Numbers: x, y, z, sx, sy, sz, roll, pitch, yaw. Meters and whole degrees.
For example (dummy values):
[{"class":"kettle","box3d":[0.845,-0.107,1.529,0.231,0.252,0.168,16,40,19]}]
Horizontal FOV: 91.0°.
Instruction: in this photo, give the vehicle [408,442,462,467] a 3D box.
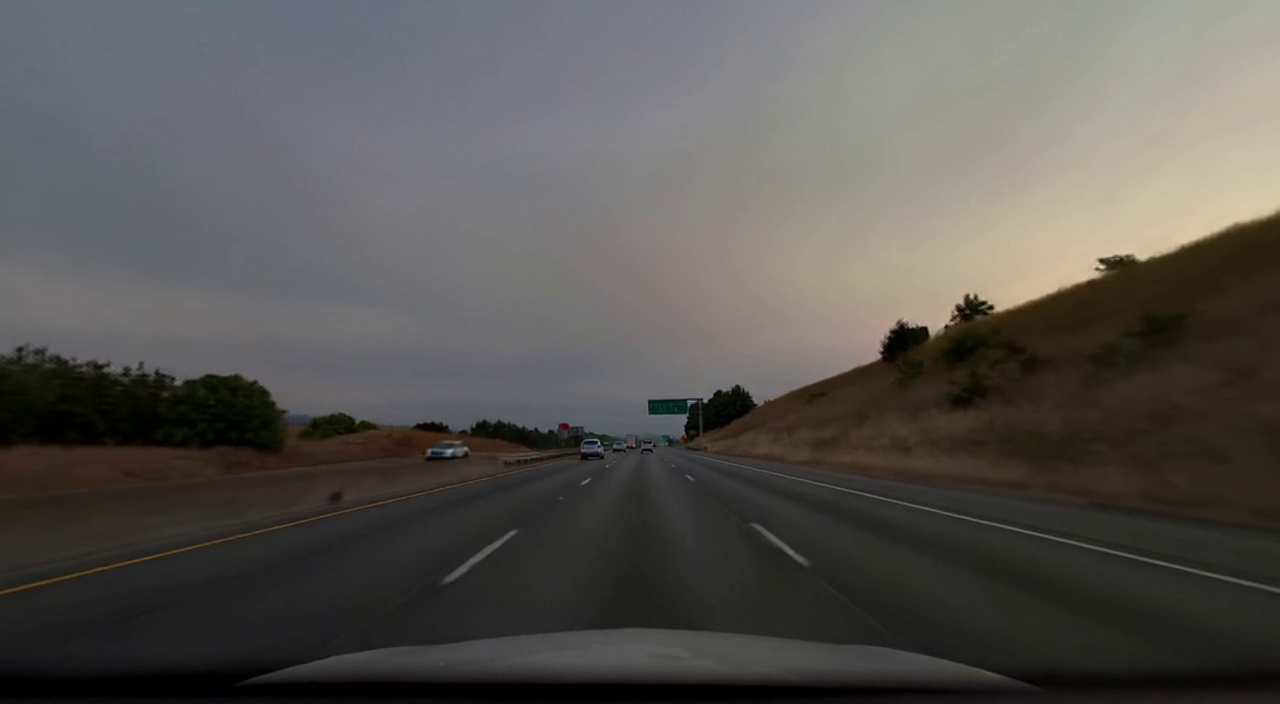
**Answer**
[{"class":"vehicle","box3d":[-13.630,6.836,42.091,2.180,1.577,4.220,0,-8,1]}]

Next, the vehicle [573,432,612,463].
[{"class":"vehicle","box3d":[-3.255,6.721,44.282,2.286,2.011,4.452,0,-8,1]}]
